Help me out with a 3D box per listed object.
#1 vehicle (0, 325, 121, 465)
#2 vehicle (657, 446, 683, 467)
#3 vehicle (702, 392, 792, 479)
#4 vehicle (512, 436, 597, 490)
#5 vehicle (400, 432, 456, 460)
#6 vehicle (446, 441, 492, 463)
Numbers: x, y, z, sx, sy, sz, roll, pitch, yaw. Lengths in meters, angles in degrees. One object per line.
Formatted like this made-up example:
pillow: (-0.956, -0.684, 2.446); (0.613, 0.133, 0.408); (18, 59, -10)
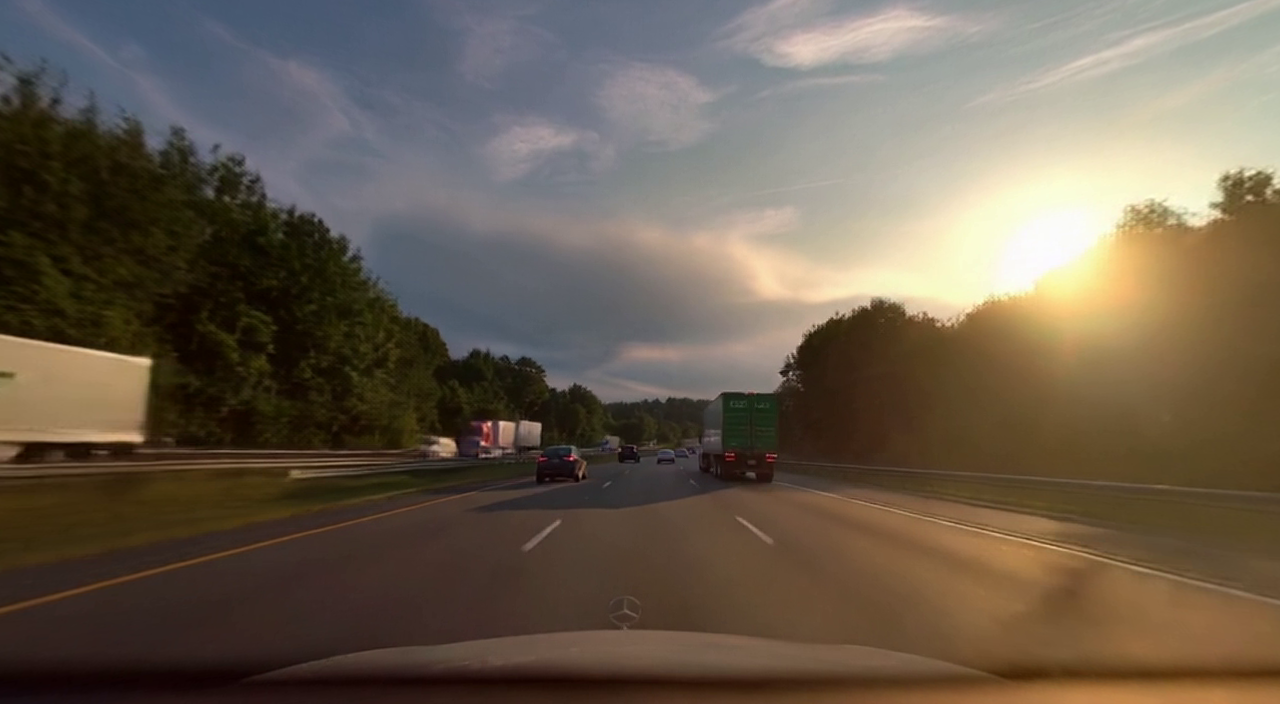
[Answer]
vehicle: (-20.657, 0.699, 14.950); (3.202, 4.099, 15.246); (0, -9, 2)
vehicle: (2.360, 8.185, 49.411); (1.990, 1.537, 3.725); (-1, -9, 3)
vehicle: (5.616, 4.947, 36.071); (3.057, 3.993, 13.914); (0, -9, 2)
vehicle: (-2.895, 3.901, 22.394); (2.205, 1.728, 4.397); (-1, -9, 3)
vehicle: (-14.883, 6.639, 44.555); (2.102, 1.845, 4.723); (-1, -9, 3)
vehicle: (-11.800, 6.888, 43.713); (1.822, 1.445, 4.076); (-1, -8, 3)
